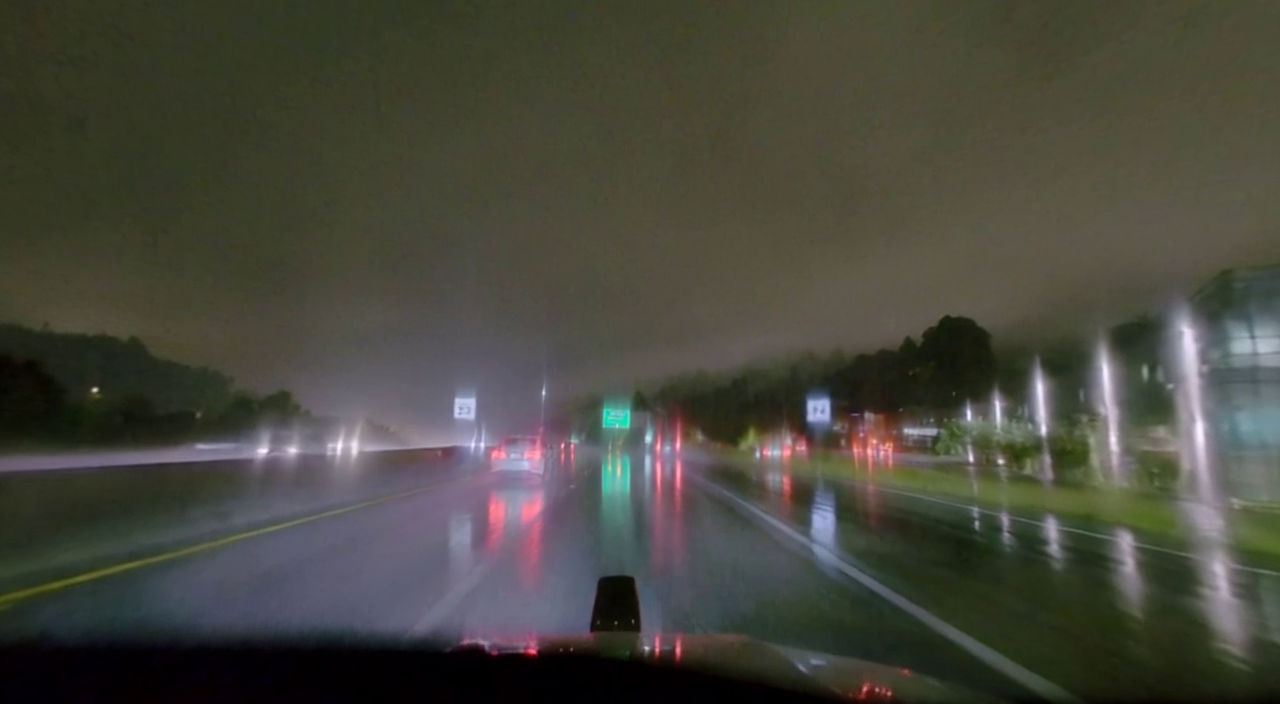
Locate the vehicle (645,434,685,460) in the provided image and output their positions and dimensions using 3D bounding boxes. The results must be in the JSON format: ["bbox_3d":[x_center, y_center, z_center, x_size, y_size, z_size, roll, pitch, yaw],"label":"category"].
[{"bbox_3d":[1.628,6.346,42.175,2.078,1.608,3.982,0,-8,-6],"label":"vehicle"}]

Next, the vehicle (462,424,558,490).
[{"bbox_3d":[-3.744,3.103,19.006,2.080,1.733,4.410,0,-8,-2],"label":"vehicle"}]

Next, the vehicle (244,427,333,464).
[{"bbox_3d":[-16.032,4.280,28.990,1.908,1.549,4.202,0,-8,-4],"label":"vehicle"}]
